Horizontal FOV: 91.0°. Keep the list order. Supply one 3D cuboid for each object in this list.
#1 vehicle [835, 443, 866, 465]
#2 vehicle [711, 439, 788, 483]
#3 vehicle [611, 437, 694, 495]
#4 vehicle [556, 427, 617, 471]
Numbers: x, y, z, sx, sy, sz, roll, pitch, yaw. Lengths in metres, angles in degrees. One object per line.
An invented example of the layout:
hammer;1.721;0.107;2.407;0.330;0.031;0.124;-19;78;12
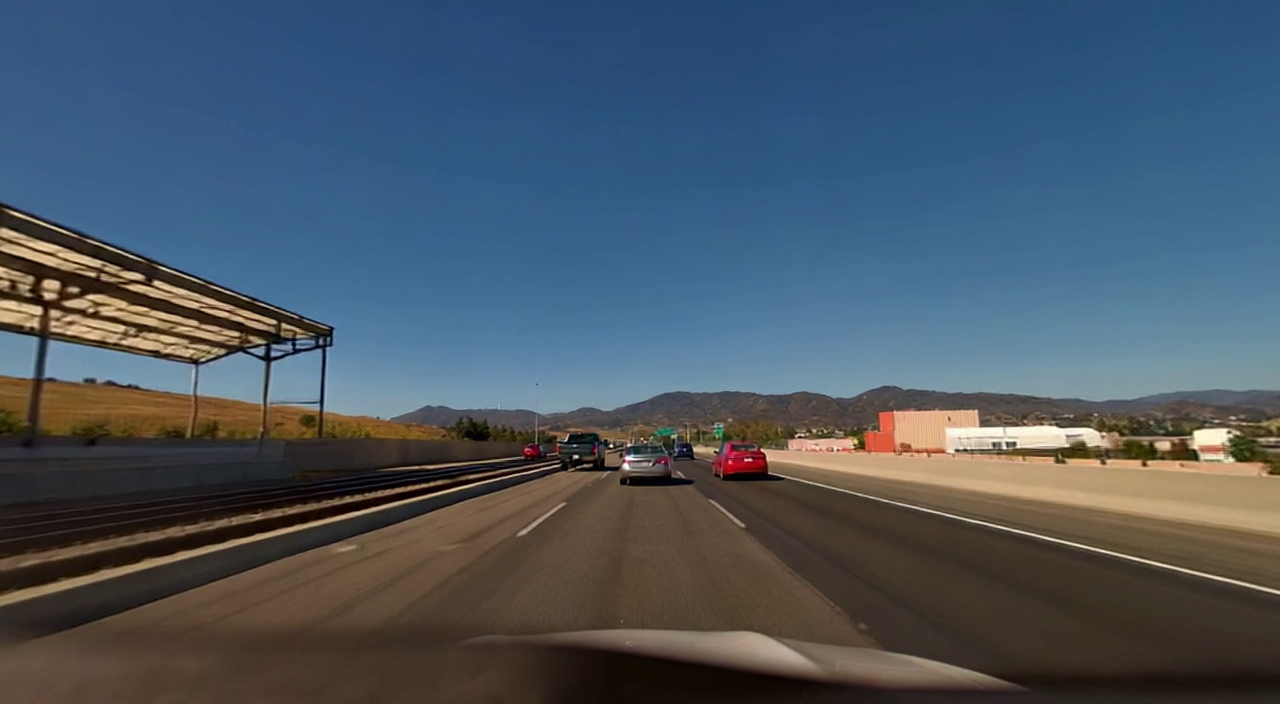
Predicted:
vehicle;16.389;7.946;49.221;1.778;1.564;3.906;-1;-9;11
vehicle;4.015;4.080;23.929;2.023;1.510;4.773;0;-8;-1
vehicle;0.313;3.293;18.534;2.171;1.493;4.081;0;-8;0
vehicle;-2.830;5.441;35.480;2.733;2.230;6.820;0;-8;1
